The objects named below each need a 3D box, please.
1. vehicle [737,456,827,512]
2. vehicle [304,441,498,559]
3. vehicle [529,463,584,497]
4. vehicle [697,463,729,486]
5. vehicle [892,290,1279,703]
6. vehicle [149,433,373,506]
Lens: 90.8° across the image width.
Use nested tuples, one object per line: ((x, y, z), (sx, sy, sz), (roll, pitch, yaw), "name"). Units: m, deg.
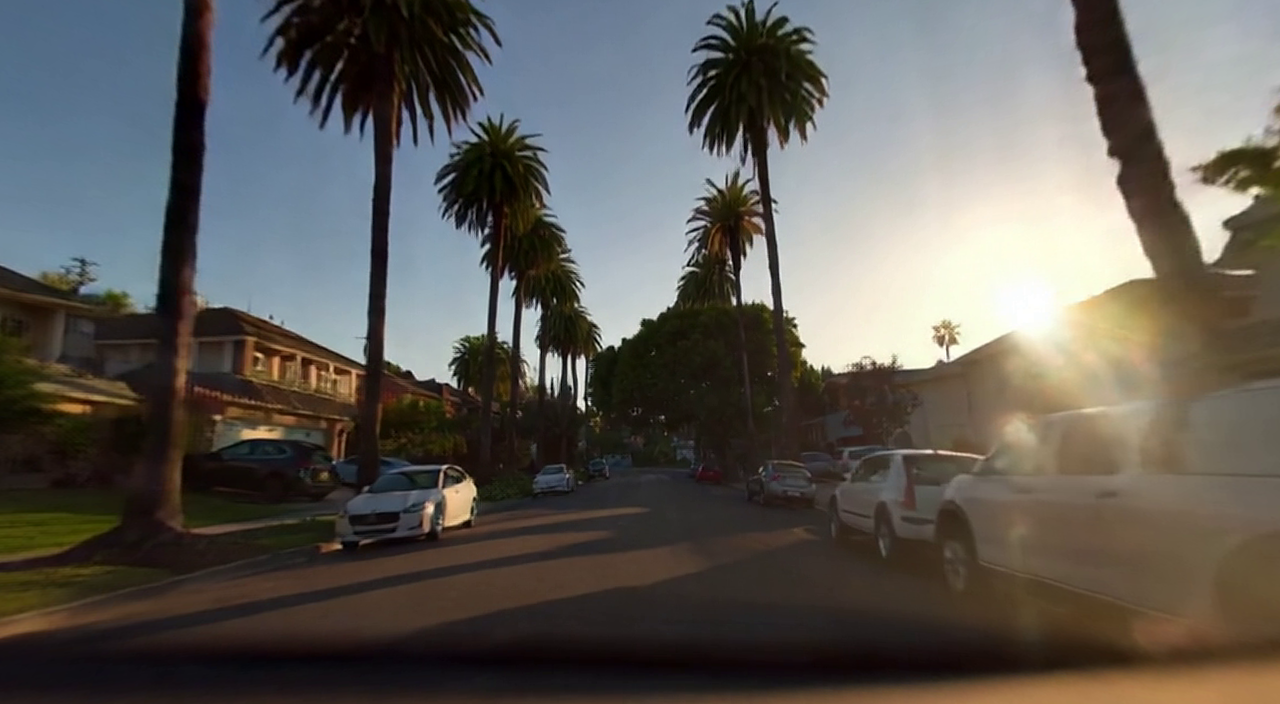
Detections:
((4.519, 4.249, 20.810), (1.987, 1.567, 4.112), (0, -9, 0), "vehicle")
((-4.460, 2.775, 12.787), (2.147, 1.823, 4.725), (-1, -8, -1), "vehicle")
((-3.980, 6.174, 30.736), (2.080, 1.479, 4.531), (-1, -10, 0), "vehicle")
((5.245, 8.829, 45.839), (1.867, 1.480, 4.678), (-1, -9, 1), "vehicle")
((3.790, 0.954, 3.809), (2.184, 2.038, 6.212), (-1, -9, 2), "vehicle")
((-10.814, 3.374, 18.409), (4.991, 1.947, 2.329), (0, -8, -1), "vehicle")
